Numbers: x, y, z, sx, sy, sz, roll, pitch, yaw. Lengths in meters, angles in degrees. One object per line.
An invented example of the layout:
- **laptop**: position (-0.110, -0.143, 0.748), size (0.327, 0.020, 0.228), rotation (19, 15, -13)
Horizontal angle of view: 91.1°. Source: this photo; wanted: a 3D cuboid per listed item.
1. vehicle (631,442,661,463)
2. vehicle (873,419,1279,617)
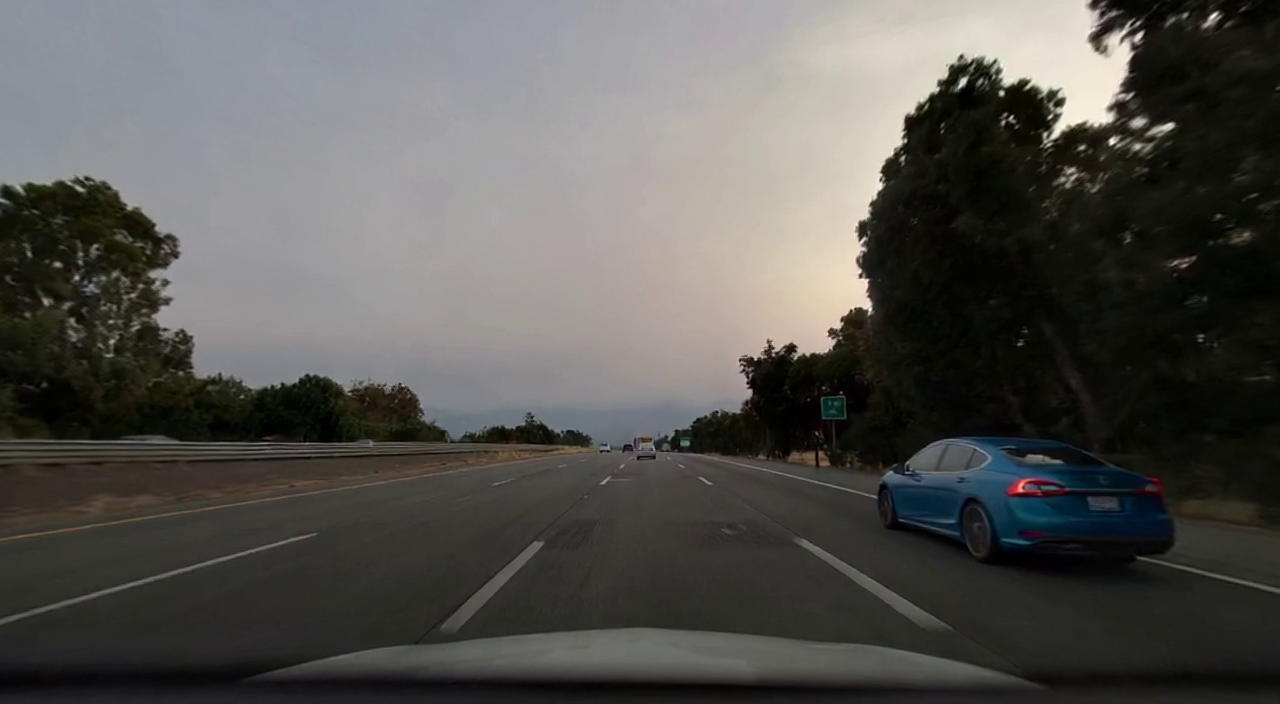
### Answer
- **vehicle**: position (0.420, 7.244, 45.571), size (2.052, 1.449, 3.857), rotation (0, -8, 0)
- **vehicle**: position (4.599, 1.635, 7.253), size (2.008, 1.524, 4.598), rotation (0, -8, 0)
